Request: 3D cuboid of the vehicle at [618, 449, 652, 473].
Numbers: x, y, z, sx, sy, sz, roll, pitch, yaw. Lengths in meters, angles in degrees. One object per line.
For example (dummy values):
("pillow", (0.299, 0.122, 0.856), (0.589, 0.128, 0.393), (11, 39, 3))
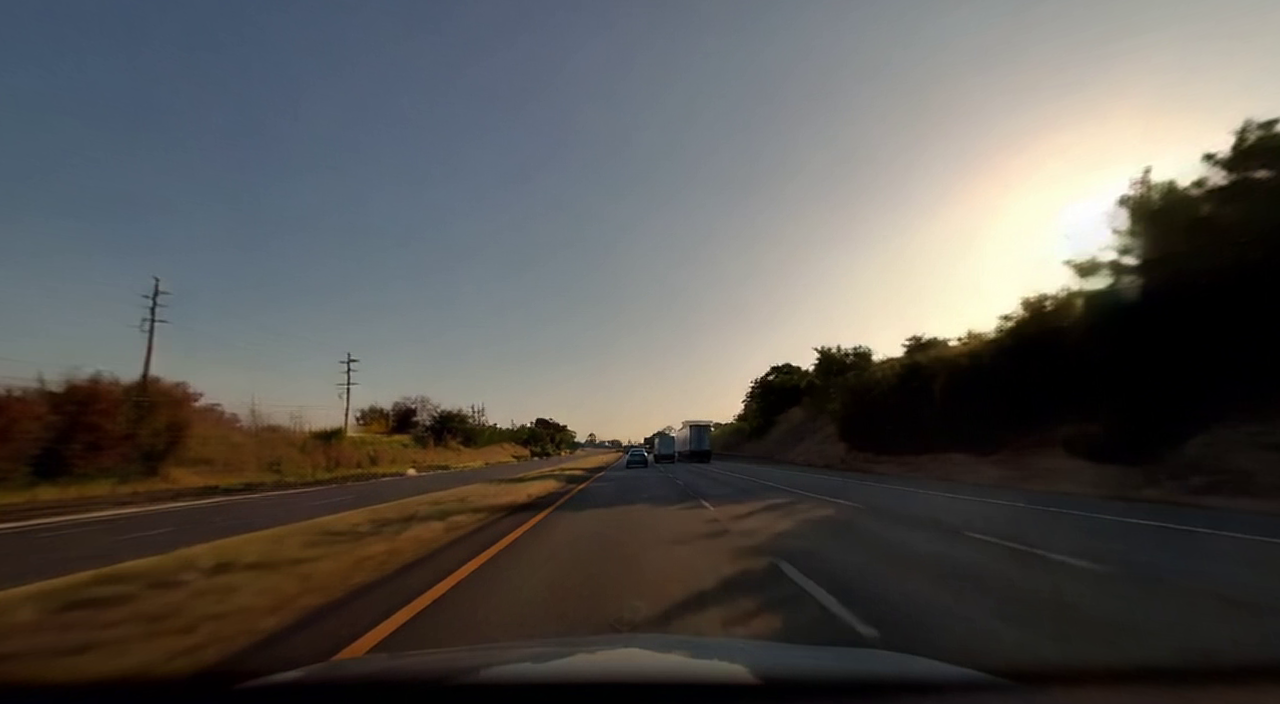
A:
("vehicle", (-0.362, 7.107, 41.196), (2.083, 1.473, 3.923), (0, -9, -1))
